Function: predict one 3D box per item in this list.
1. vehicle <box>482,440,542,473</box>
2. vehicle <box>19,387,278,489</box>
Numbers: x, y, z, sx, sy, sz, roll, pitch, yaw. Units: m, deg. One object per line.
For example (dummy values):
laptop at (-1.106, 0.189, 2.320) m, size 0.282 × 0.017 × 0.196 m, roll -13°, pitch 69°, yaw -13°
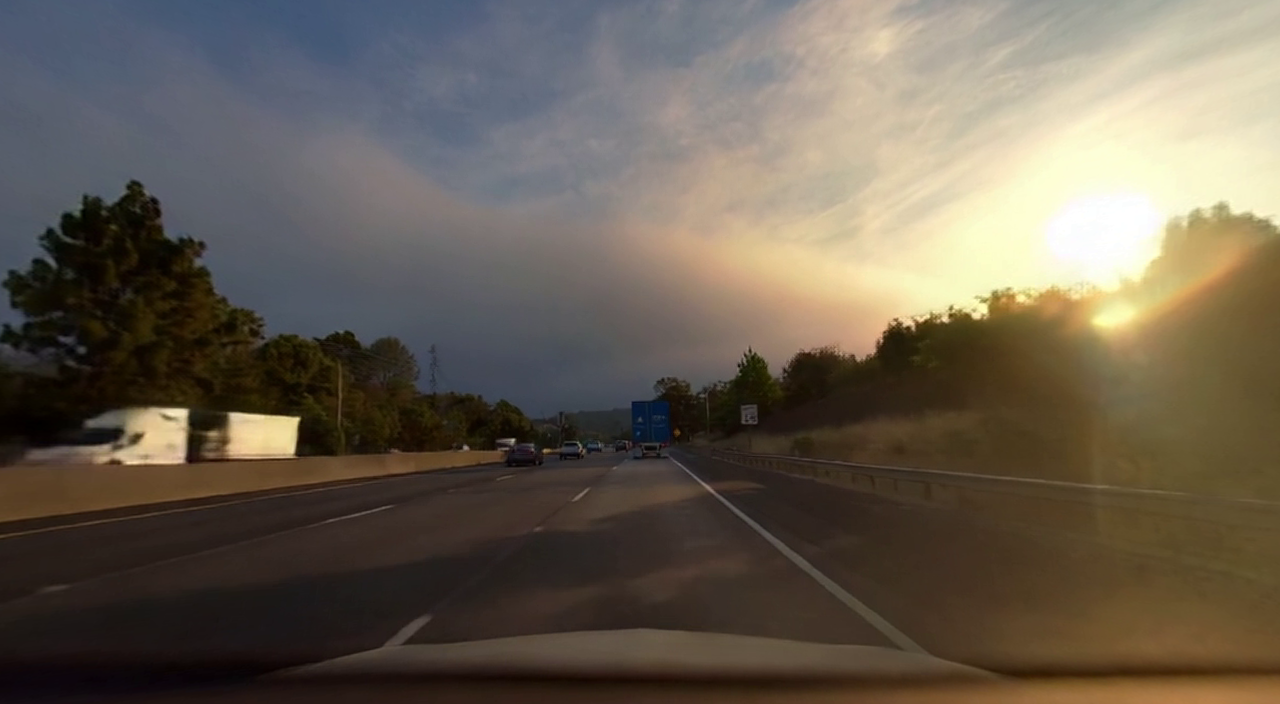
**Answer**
vehicle at (-6.392, 5.277, 31.992) m, size 2.017 × 1.517 × 4.766 m, roll 0°, pitch -8°, yaw 1°
vehicle at (-20.330, 3.784, 27.399) m, size 3.005 × 3.574 × 10.095 m, roll 0°, pitch -8°, yaw 0°
